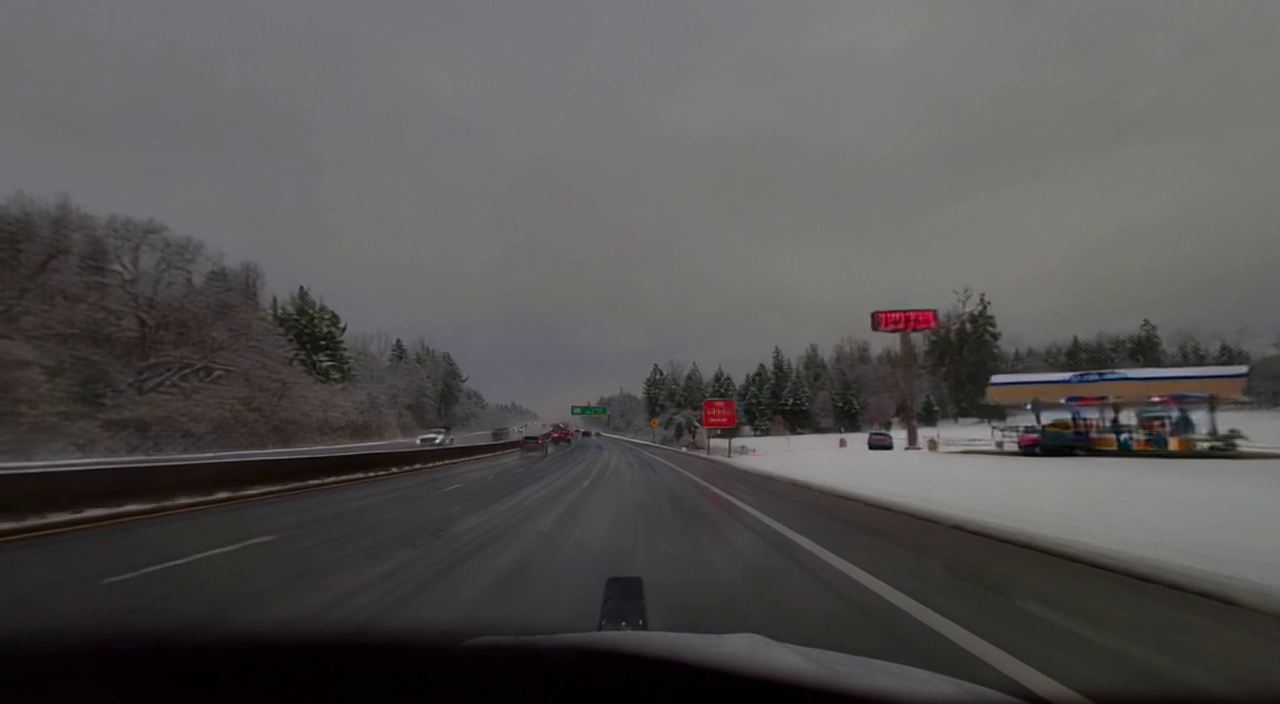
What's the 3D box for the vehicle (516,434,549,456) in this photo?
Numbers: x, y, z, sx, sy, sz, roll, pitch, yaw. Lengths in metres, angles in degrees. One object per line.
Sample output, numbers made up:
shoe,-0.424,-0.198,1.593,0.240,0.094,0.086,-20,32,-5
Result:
vehicle,-8.205,7.135,48.378,1.931,1.608,3.977,0,-8,-2
